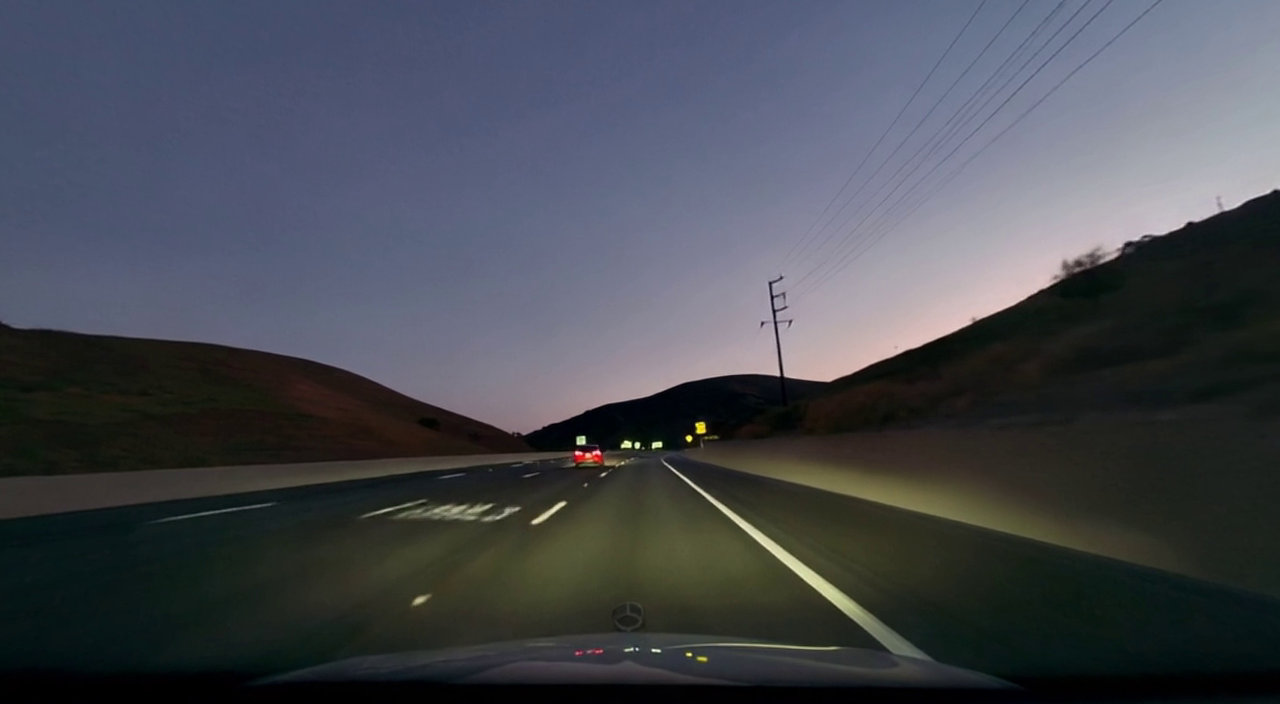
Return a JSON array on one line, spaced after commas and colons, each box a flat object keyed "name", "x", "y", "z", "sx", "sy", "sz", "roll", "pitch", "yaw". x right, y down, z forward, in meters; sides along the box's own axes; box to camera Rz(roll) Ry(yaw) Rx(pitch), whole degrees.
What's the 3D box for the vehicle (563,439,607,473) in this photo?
[{"name": "vehicle", "x": -3.134, "y": 6.048, "z": 36.984, "sx": 2.136, "sy": 1.845, "sz": 4.515, "roll": 0, "pitch": -8, "yaw": 1}]
